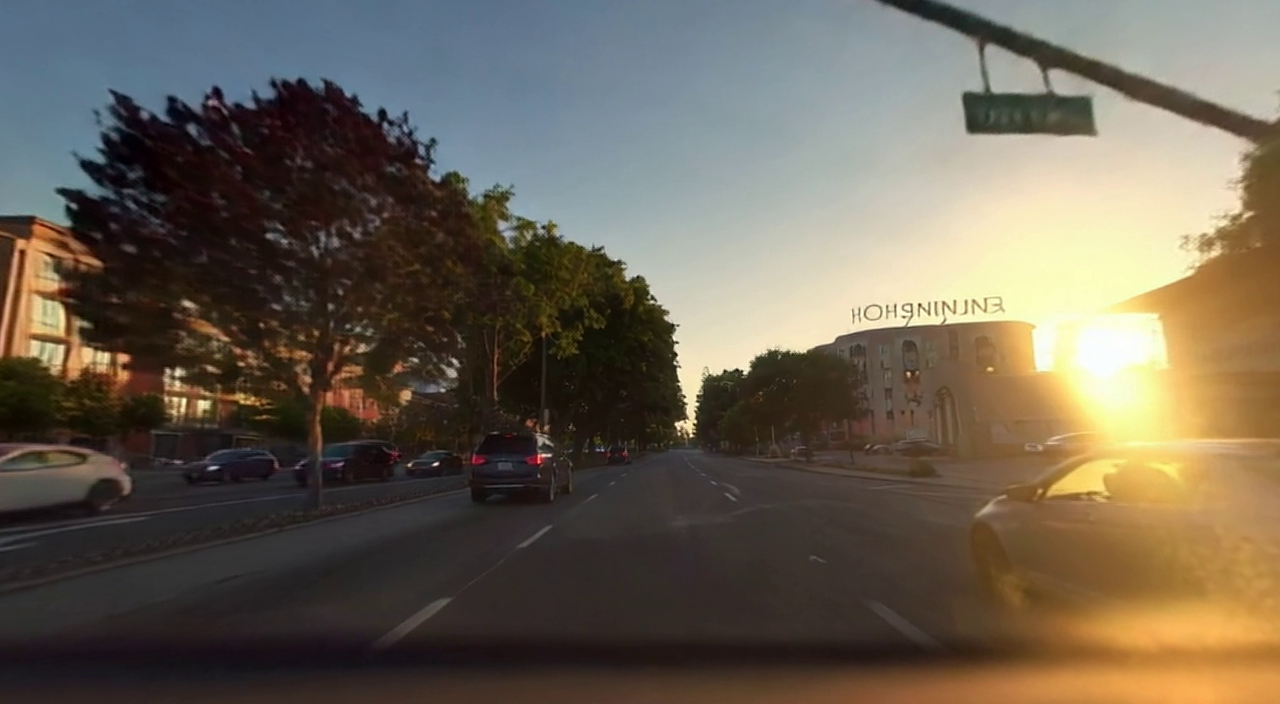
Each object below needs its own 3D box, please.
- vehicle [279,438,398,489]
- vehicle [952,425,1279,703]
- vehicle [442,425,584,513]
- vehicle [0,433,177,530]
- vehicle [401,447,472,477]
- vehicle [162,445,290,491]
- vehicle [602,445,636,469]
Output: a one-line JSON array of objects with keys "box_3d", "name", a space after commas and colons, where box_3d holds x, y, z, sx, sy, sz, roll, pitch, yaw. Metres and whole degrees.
[{"box_3d": [-11.249, 4.185, 24.055, 2.016, 1.710, 4.734, -1, -9, 2], "name": "vehicle"}, {"box_3d": [4.221, 1.281, 4.314, 1.960, 1.471, 4.378, 0, -9, 1], "name": "vehicle"}, {"box_3d": [-2.912, 2.839, 15.864, 2.305, 1.833, 4.912, -1, -9, 3], "name": "vehicle"}, {"box_3d": [-11.841, 2.415, 12.131, 2.150, 1.627, 4.737, -1, -9, 3], "name": "vehicle"}, {"box_3d": [-10.728, 5.822, 33.745, 1.960, 1.451, 4.870, -1, -9, 3], "name": "vehicle"}, {"box_3d": [-15.101, 4.216, 23.385, 1.871, 1.515, 4.229, 0, -9, 0], "name": "vehicle"}, {"box_3d": [-1.392, 7.314, 44.258, 1.976, 1.571, 4.649, -1, -9, 3], "name": "vehicle"}]
